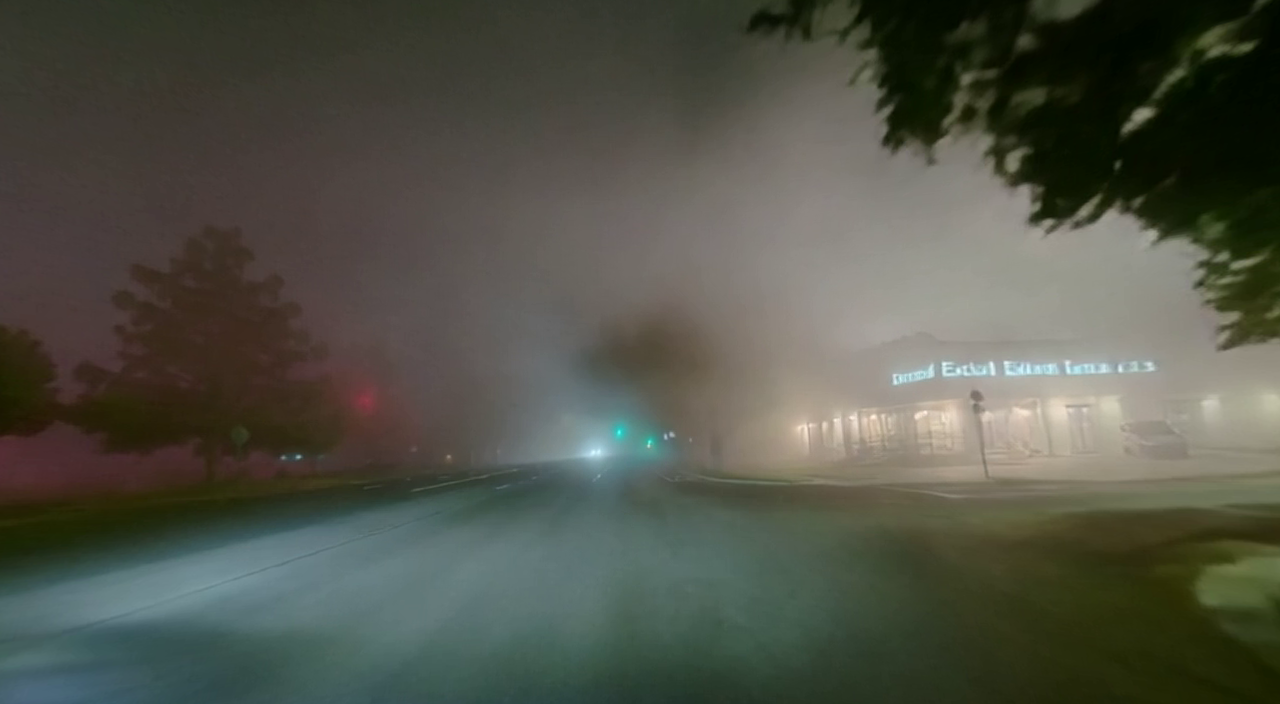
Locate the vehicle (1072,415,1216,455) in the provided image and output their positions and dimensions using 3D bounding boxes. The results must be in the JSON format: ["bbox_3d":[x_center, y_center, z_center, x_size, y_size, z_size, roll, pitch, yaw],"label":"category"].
[{"bbox_3d":[21.828,3.710,27.695,2.028,1.584,4.971,0,-9,-3],"label":"vehicle"}]
